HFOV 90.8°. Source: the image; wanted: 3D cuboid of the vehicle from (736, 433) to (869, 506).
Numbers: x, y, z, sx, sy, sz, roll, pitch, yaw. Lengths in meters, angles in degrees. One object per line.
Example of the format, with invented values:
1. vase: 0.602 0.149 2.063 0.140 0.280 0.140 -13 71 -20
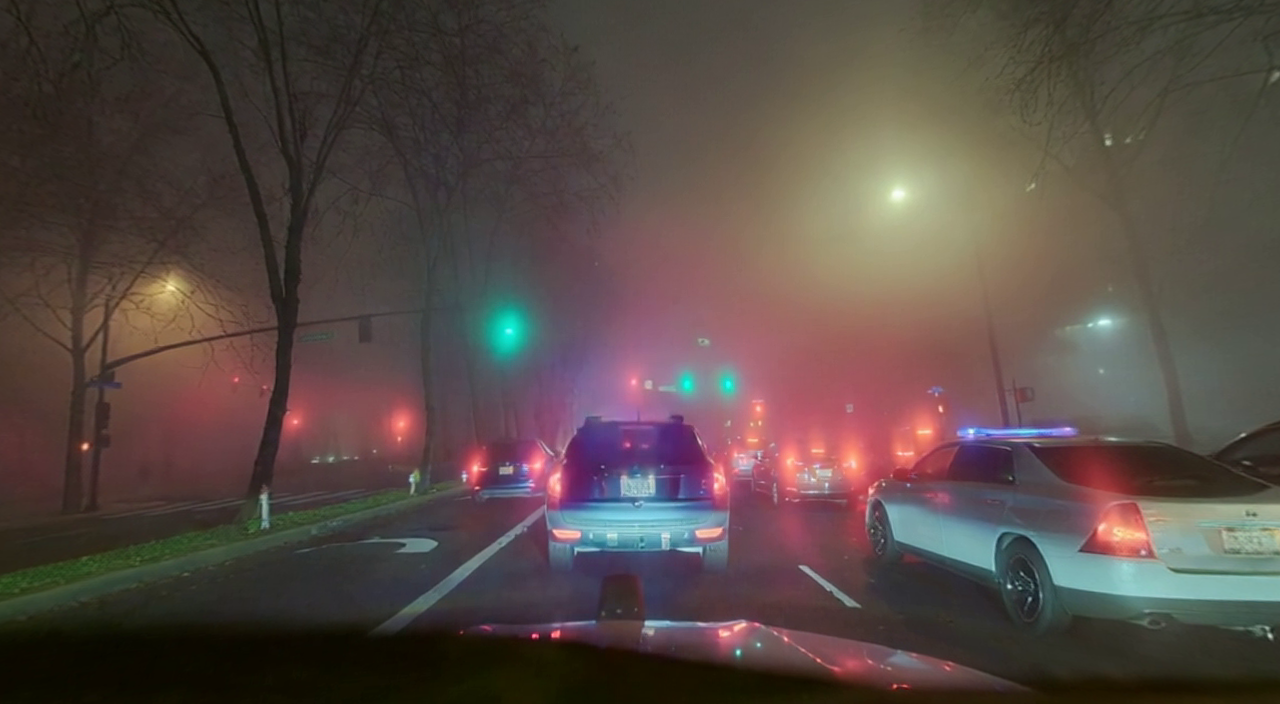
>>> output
1. vehicle: 3.644 2.708 15.060 1.940 1.474 4.234 0 -8 -1

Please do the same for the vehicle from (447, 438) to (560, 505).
1. vehicle: -3.314 2.981 16.219 1.913 1.464 4.276 0 -8 0

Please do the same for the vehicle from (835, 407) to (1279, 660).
1. vehicle: 3.643 1.408 6.082 1.995 1.483 4.533 0 -8 -1

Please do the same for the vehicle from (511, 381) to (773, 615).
1. vehicle: -0.038 1.464 7.273 2.038 1.819 4.505 0 -8 -1
